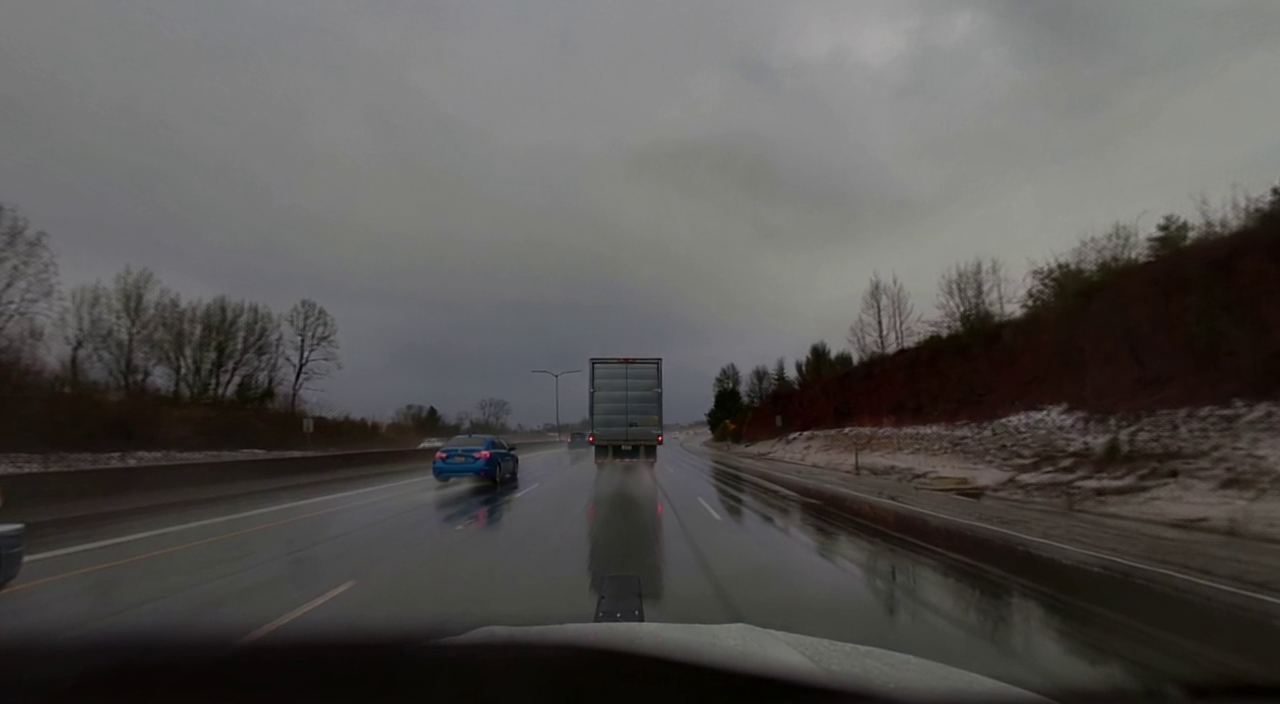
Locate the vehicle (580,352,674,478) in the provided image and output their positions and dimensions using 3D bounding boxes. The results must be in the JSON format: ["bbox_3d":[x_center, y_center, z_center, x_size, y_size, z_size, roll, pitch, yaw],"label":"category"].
[{"bbox_3d":[-0.525,2.671,25.199,2.953,4.041,10.072,0,-8,-1],"label":"vehicle"}]

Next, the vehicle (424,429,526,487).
[{"bbox_3d":[-4.832,3.147,19.106,1.931,1.539,4.441,0,-8,0],"label":"vehicle"}]
